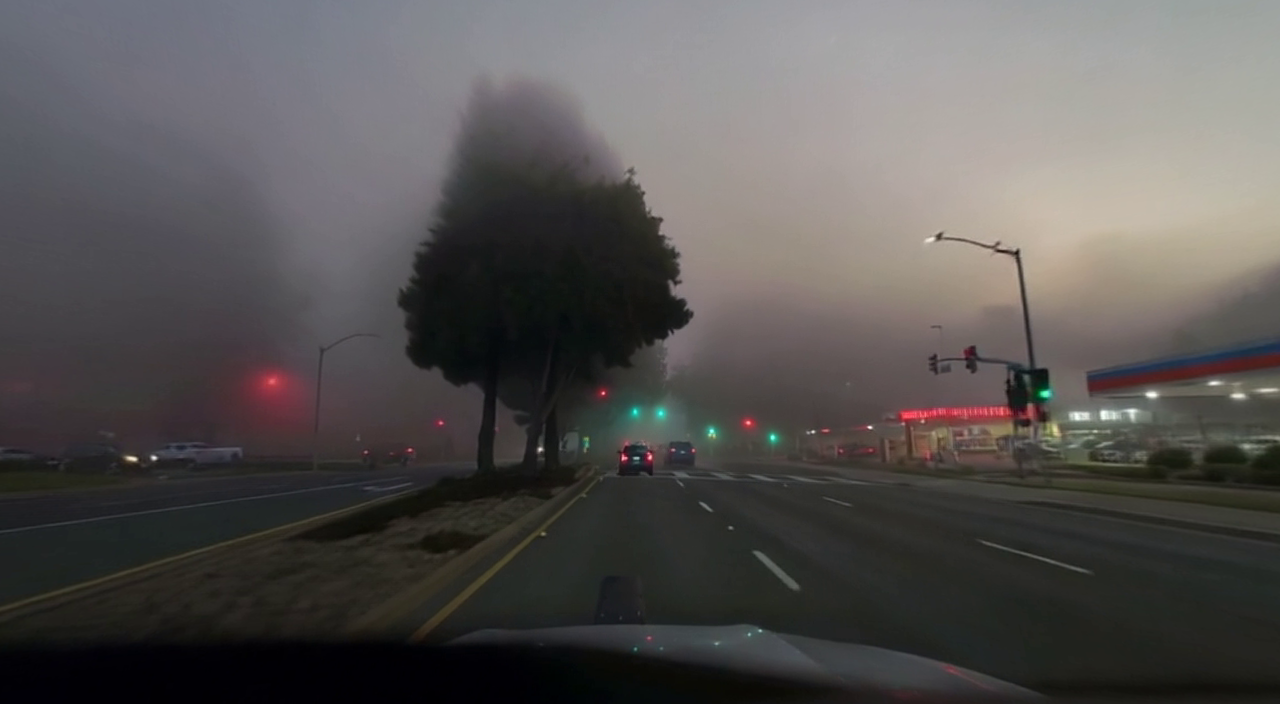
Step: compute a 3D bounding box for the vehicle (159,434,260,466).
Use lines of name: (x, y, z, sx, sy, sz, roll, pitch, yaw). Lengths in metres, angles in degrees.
vehicle: (-30.645, 6.979, 44.875, 5.713, 2.148, 2.107, 0, -8, 4)

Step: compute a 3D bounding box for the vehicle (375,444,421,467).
vehicle: (-19.140, 8.181, 49.966, 1.967, 1.680, 4.396, -1, -9, -1)

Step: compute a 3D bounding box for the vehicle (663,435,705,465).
vehicle: (3.284, 7.498, 48.380, 2.731, 2.101, 6.047, 0, -8, 0)

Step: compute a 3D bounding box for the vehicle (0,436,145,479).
vehicle: (-27.100, 4.897, 29.255, 6.027, 1.805, 2.010, 3, -11, -26)

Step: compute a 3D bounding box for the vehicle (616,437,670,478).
vehicle: (0.092, 4.479, 26.989, 2.145, 1.572, 4.021, 1, -8, -1)
